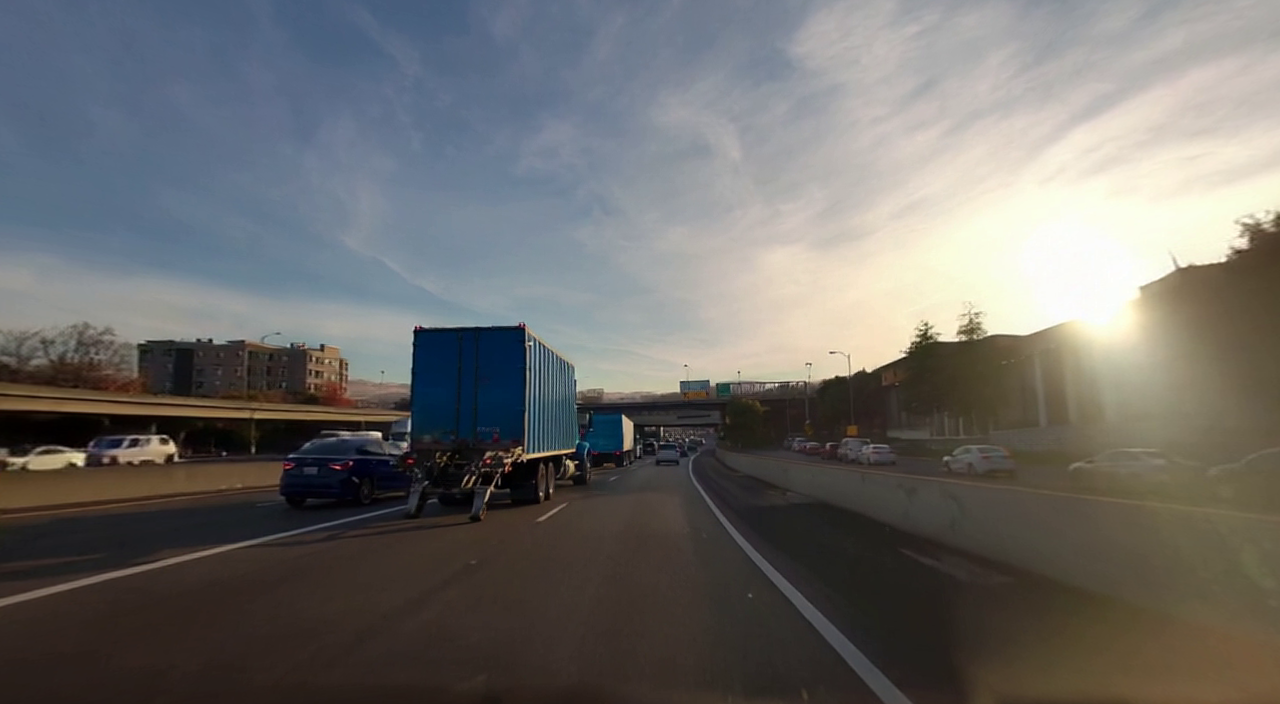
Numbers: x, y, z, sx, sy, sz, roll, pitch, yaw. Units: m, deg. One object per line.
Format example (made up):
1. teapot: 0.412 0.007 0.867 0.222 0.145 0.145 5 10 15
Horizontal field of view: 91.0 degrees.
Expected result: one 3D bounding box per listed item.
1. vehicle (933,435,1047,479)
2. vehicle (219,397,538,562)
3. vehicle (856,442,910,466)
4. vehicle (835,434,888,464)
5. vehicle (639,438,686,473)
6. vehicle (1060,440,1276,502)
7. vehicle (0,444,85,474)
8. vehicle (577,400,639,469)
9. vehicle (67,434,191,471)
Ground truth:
1. vehicle: 14.580 4.406 26.641 2.237 1.656 4.676 0 -9 2
2. vehicle: -3.290 1.706 8.996 2.896 1.779 3.441 1 -8 3
3. vehicle: 15.614 6.588 40.695 1.859 1.452 4.749 -1 -9 4
4. vehicle: 16.170 7.129 46.387 2.241 2.052 5.864 -1 -9 5
5. vehicle: 1.171 5.154 31.479 2.178 1.640 4.071 -1 -9 3
6. vehicle: 14.158 3.188 17.403 1.872 1.454 4.908 -1 -9 2
7. vehicle: -32.425 5.690 33.734 1.694 1.522 3.815 -1 -9 3
8. vehicle: -1.838 5.432 40.918 3.073 3.894 9.782 -1 -9 3
9. vehicle: -28.978 5.740 36.019 2.153 1.942 5.556 -1 -9 4
